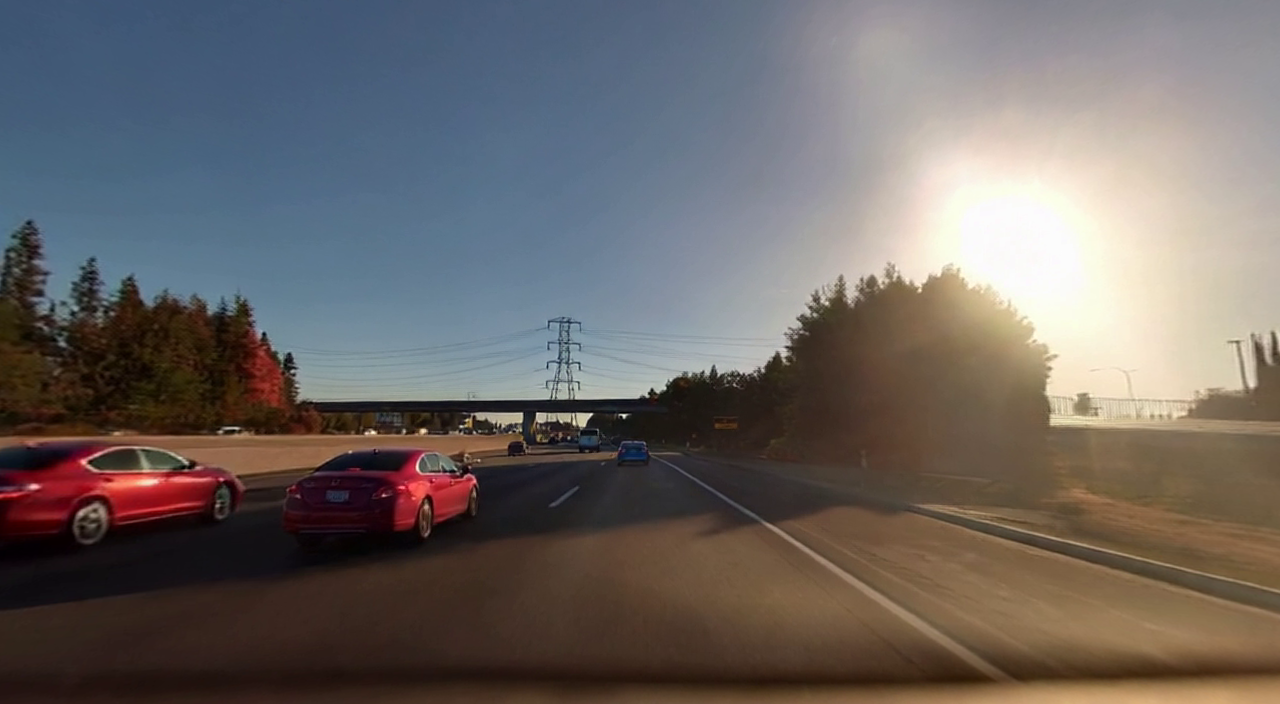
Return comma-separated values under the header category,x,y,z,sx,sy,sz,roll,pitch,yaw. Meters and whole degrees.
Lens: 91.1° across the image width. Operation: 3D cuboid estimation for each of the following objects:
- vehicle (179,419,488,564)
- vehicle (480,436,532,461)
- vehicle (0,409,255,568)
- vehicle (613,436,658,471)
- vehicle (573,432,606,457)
category,x,y,z,sx,sy,sz,roll,pitch,yaw
vehicle,-3.789,1.803,8.958,2.035,1.514,4.600,0,-8,1
vehicle,-8.387,6.100,39.764,2.053,1.486,5.050,0,-8,1
vehicle,-7.527,1.658,8.202,1.968,1.614,4.674,0,-8,1
vehicle,-0.216,4.665,29.065,1.954,1.460,3.983,0,-8,-1
vehicle,-3.777,6.978,47.480,2.174,1.806,3.932,0,-8,0
